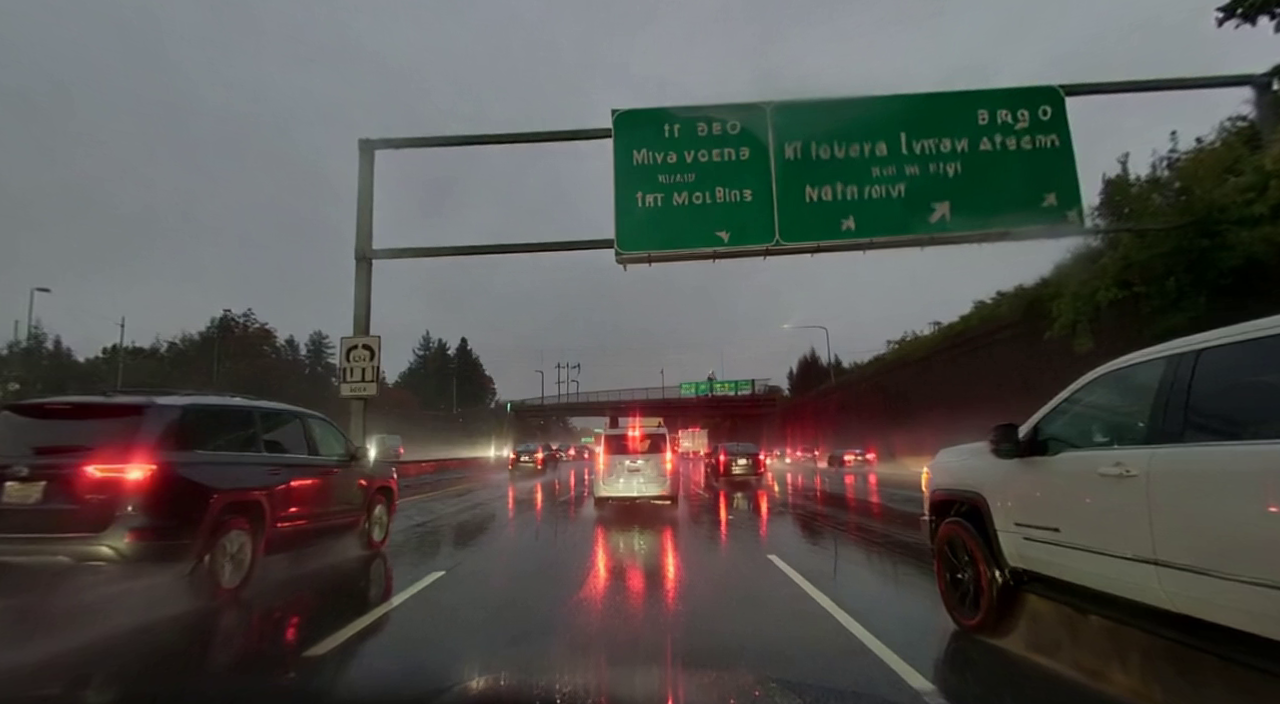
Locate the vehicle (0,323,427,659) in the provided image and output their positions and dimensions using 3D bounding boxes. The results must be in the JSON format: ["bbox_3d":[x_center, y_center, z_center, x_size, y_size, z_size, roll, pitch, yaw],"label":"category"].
[{"bbox_3d":[-4.568,1.300,7.036,2.212,2.101,6.052,0,-9,0],"label":"vehicle"}]

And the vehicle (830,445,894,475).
[{"bbox_3d":[12.379,6.032,35.372,1.797,1.557,4.653,1,-9,-1],"label":"vehicle"}]

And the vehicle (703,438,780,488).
[{"bbox_3d":[3.598,4.029,23.186,2.022,1.633,4.651,1,-9,-1],"label":"vehicle"}]

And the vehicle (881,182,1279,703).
[{"bbox_3d":[3.473,0.680,3.315,2.300,2.242,5.327,0,-9,0],"label":"vehicle"}]

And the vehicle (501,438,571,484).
[{"bbox_3d":[-4.088,4.365,25.496,1.982,1.655,4.604,0,-9,1],"label":"vehicle"}]

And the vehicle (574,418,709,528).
[{"bbox_3d":[0.048,2.287,12.406,2.181,1.756,4.167,0,-9,1],"label":"vehicle"}]
